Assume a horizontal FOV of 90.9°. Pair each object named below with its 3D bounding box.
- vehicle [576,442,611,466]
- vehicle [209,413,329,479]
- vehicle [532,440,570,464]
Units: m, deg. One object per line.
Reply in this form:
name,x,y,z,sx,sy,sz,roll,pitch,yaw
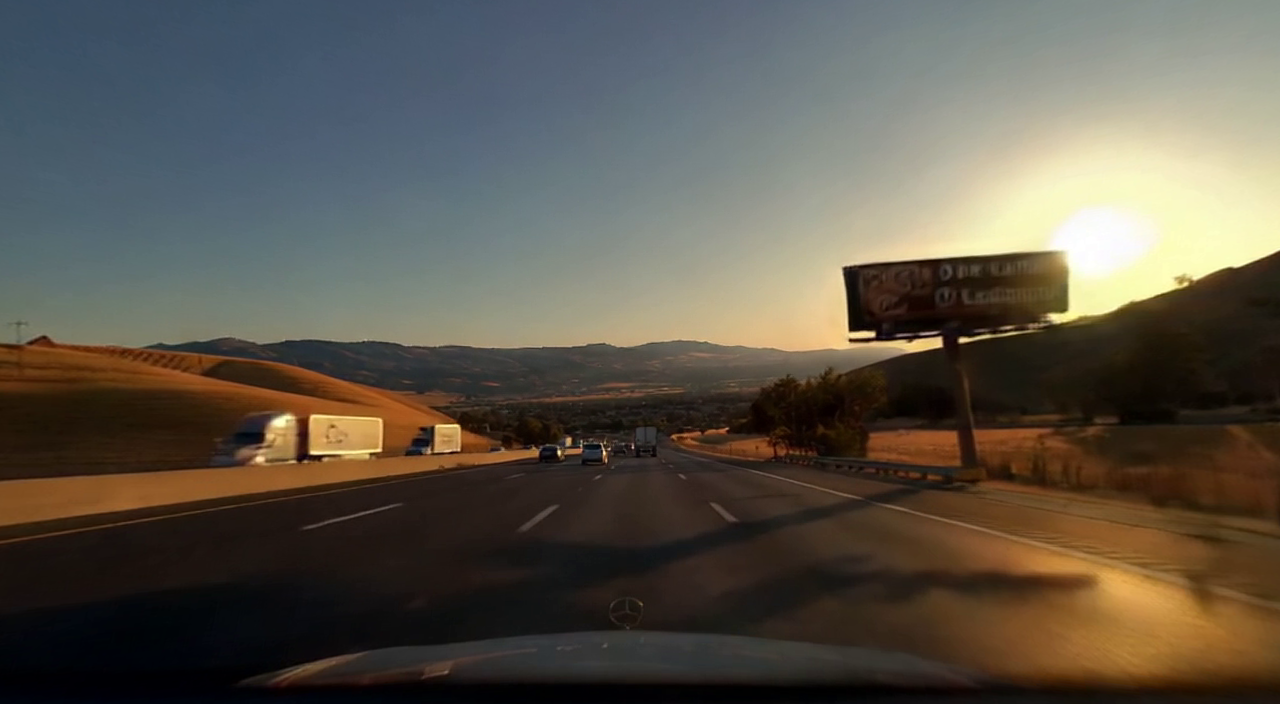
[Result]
vehicle,-3.160,7.067,43.859,2.042,1.532,4.396,0,-8,0
vehicle,-24.712,6.338,42.736,3.008,4.009,8.243,0,-8,0
vehicle,-6.679,7.521,47.738,2.062,1.708,4.458,0,-8,2
